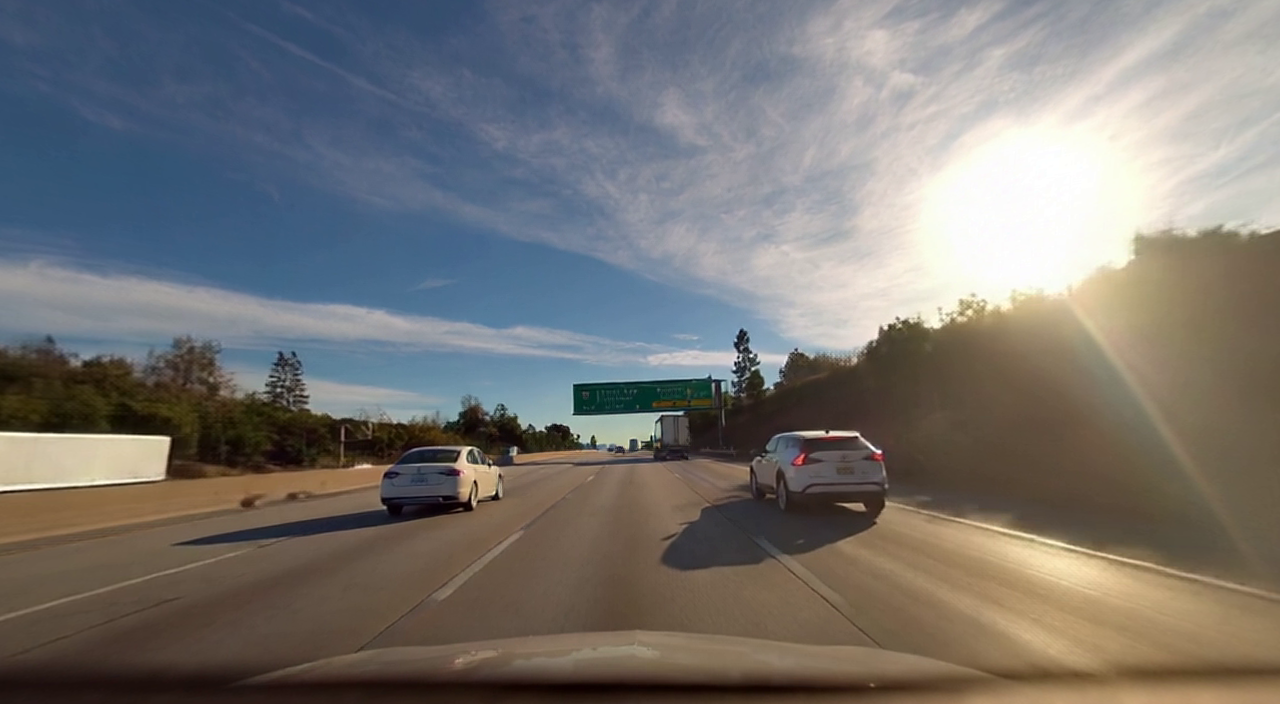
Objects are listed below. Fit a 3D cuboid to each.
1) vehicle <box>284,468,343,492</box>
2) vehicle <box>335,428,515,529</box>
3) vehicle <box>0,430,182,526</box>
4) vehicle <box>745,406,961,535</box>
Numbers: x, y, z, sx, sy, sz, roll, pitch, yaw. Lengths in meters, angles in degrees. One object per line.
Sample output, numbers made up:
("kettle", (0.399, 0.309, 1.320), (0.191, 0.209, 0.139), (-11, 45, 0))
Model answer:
("vehicle", (-25.449, 9.944, 49.469), (2.125, 1.590, 4.808), (0, -8, -1))
("vehicle", (-3.948, 2.396, 12.620), (1.903, 1.607, 4.770), (0, -8, 0))
("vehicle", (-29.000, 5.737, 29.235), (2.880, 4.106, 16.616), (0, -8, 1))
("vehicle", (3.314, 1.959, 10.999), (2.065, 1.760, 4.488), (0, -8, -2))
